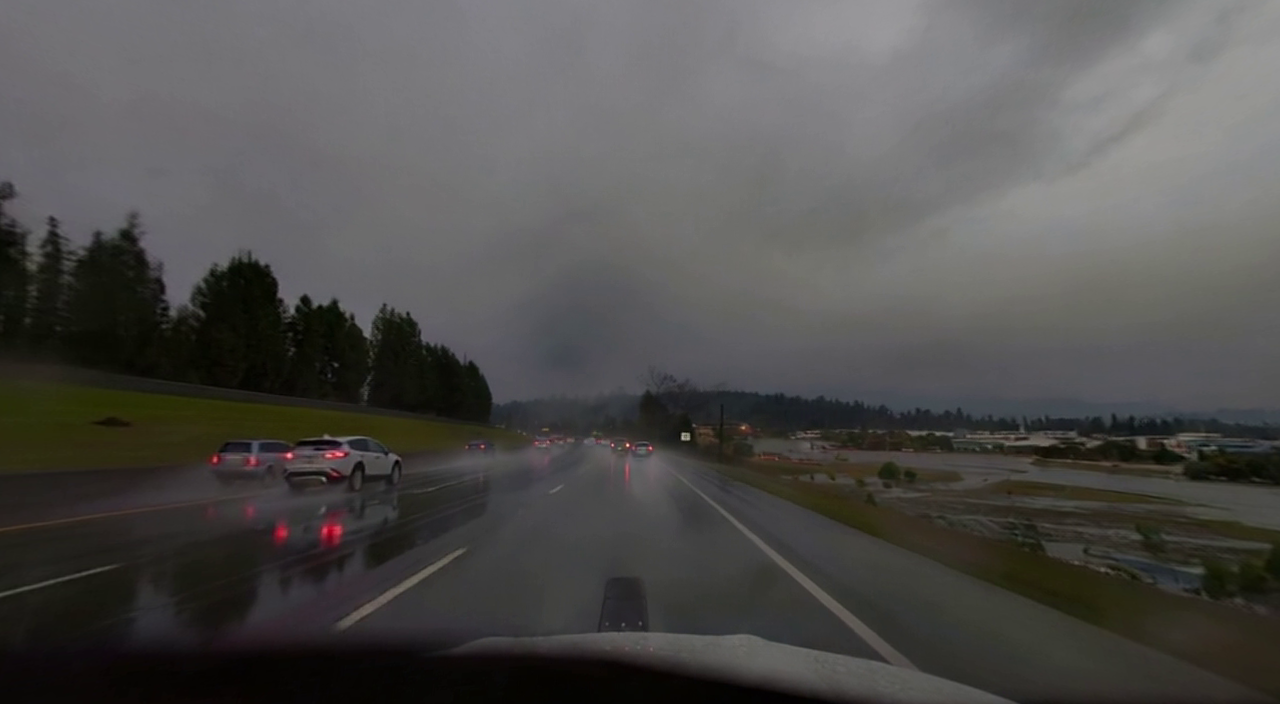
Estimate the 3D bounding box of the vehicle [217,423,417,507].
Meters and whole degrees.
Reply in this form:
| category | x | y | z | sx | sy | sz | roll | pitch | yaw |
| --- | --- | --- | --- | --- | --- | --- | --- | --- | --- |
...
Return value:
| category | x | y | z | sx | sy | sz | roll | pitch | yaw |
| --- | --- | --- | --- | --- | --- | --- | --- | --- | --- |
| vehicle | -7.577 | 2.706 | 15.537 | 2.238 | 1.712 | 5.000 | 0 | -8 | 1 |

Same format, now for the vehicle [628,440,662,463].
| category | x | y | z | sx | sy | sz | roll | pitch | yaw |
| --- | --- | --- | --- | --- | --- | --- | --- | --- | --- |
| vehicle | 0.283 | 6.697 | 42.305 | 2.060 | 1.465 | 3.974 | 0 | -8 | -2 |

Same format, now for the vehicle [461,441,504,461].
| category | x | y | z | sx | sy | sz | roll | pitch | yaw |
| --- | --- | --- | --- | --- | --- | --- | --- | --- | --- |
| vehicle | -11.984 | 7.565 | 48.082 | 2.056 | 1.489 | 4.852 | 0 | -8 | -1 |
